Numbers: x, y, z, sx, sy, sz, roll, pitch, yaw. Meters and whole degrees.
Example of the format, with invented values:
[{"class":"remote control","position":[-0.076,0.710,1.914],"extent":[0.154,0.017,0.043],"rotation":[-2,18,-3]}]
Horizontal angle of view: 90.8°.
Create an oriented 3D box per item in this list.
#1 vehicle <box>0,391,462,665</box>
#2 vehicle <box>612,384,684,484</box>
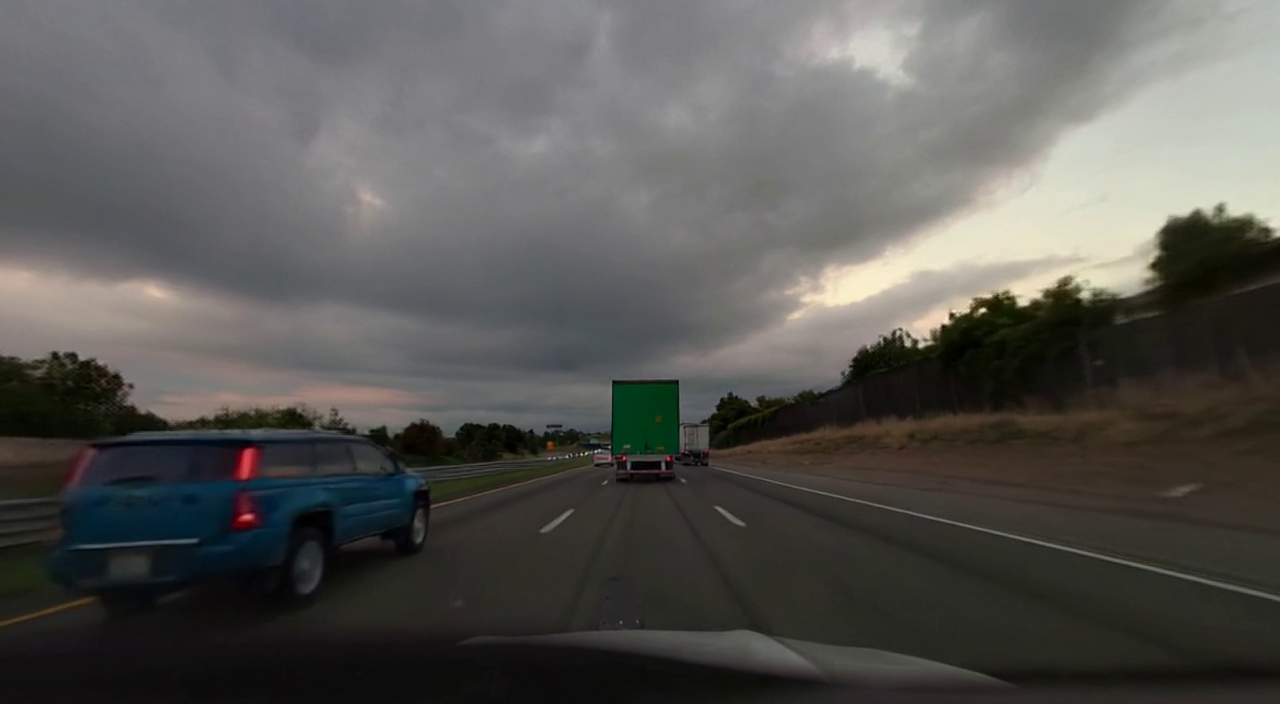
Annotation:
[{"class":"vehicle","position":[-3.473,1.416,6.121],"extent":[2.173,1.657,4.401],"rotation":[0,-9,0]},{"class":"vehicle","position":[0.349,4.199,31.336],"extent":[2.932,4.042,11.054],"rotation":[0,-9,0]}]
